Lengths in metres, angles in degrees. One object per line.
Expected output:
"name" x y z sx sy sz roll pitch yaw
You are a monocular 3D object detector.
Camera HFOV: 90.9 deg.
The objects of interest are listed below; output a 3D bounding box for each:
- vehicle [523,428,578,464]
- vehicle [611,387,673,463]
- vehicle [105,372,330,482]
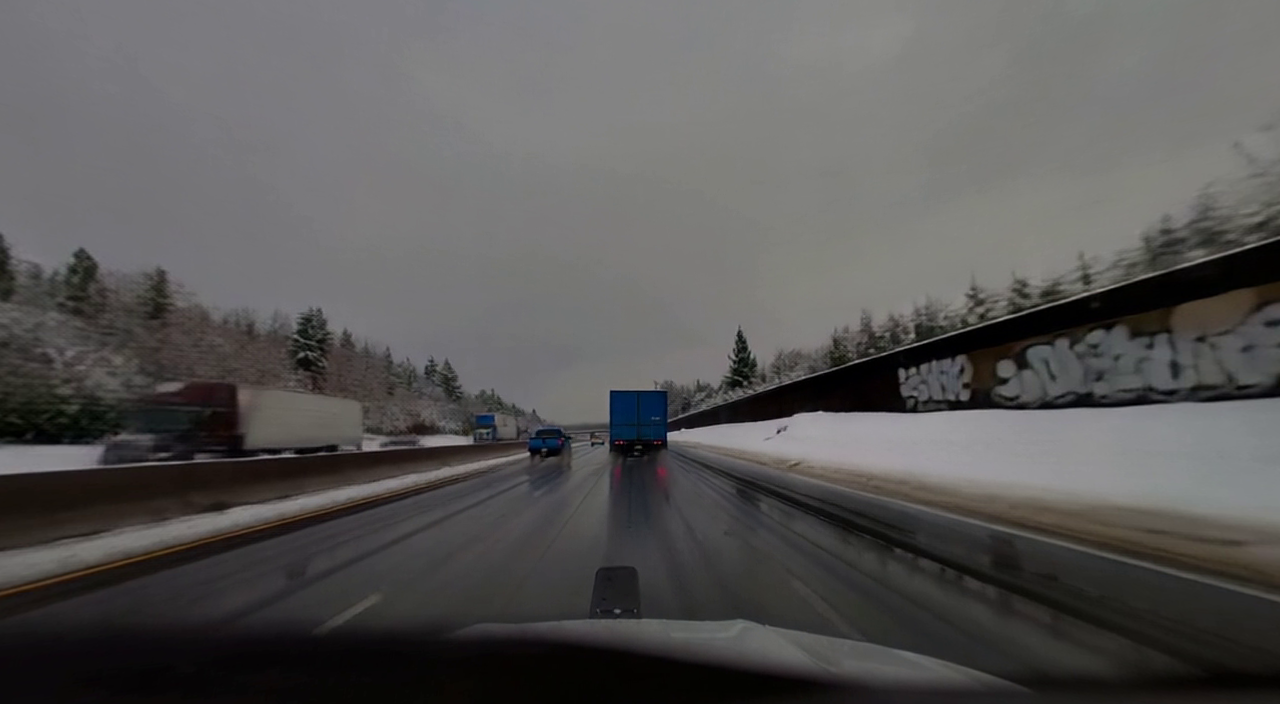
"vehicle" -4.313 4.611 30.994 2.058 1.645 4.130 0 -8 0
"vehicle" 0.034 4.125 34.862 2.927 3.649 9.443 0 -8 -1
"vehicle" -17.512 3.345 27.512 2.880 3.918 10.150 0 -8 -1
